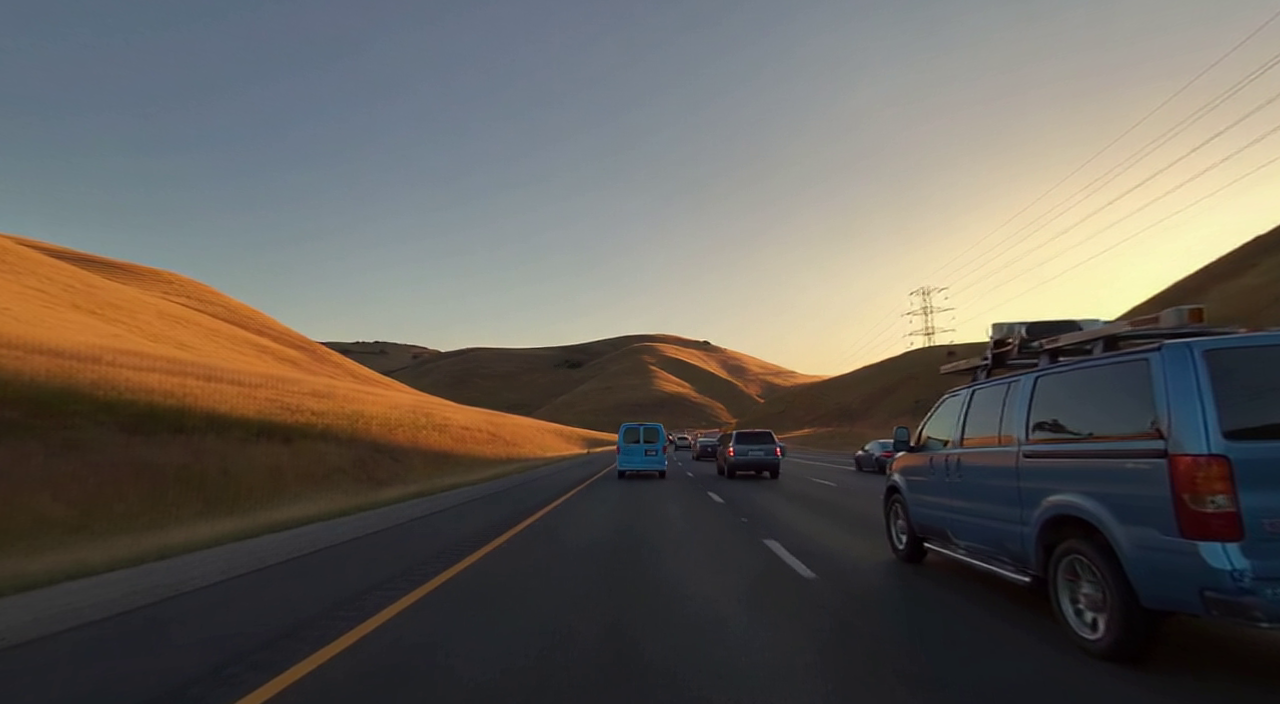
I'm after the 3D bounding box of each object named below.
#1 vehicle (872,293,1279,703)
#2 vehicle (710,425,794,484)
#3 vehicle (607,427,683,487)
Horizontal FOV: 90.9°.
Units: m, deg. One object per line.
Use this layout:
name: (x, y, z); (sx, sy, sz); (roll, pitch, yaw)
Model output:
vehicle: (3.914, 0.943, 4.029); (2.691, 1.901, 5.744); (0, -8, 0)
vehicle: (3.764, 3.538, 22.039); (2.139, 1.821, 4.480); (0, -8, 0)
vehicle: (0.167, 3.499, 21.300); (2.268, 1.772, 4.523); (0, -8, 1)
